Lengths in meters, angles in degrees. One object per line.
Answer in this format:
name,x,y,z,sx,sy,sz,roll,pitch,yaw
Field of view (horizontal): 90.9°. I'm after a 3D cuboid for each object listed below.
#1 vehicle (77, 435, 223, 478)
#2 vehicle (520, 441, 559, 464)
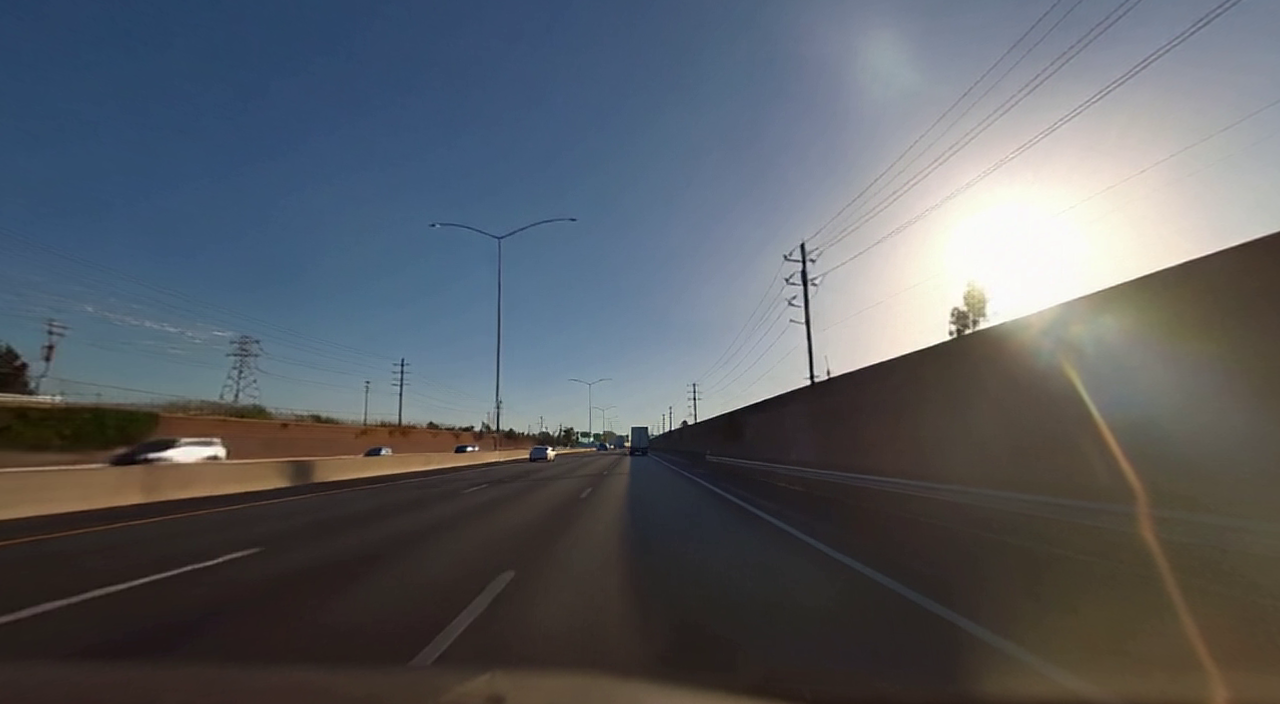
vehicle,-22.568,4.838,29.487,2.190,1.809,5.776,0,-8,0
vehicle,-7.283,7.324,46.138,2.064,1.642,4.389,0,-8,0
